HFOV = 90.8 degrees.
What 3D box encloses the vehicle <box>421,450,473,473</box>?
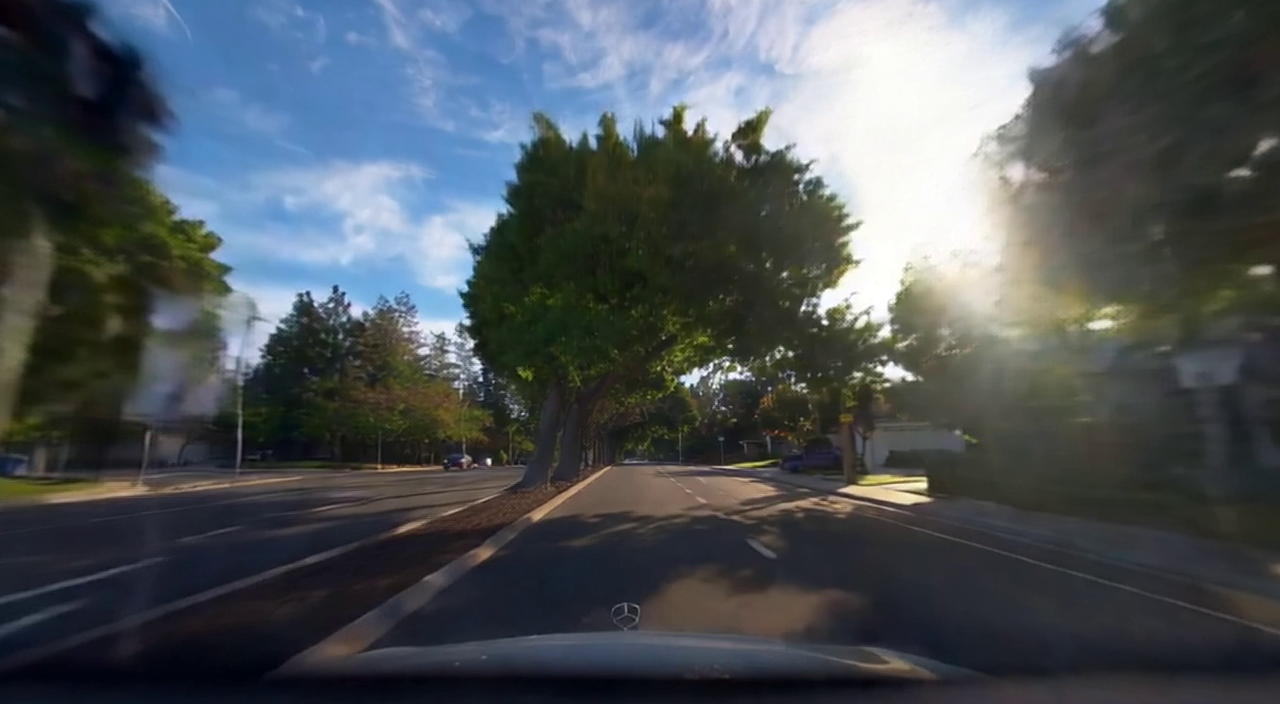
[{"bbox_3d":[-13.543,7.595,44.149,2.068,1.502,4.643,6,-11,-34],"label":"vehicle"}]
